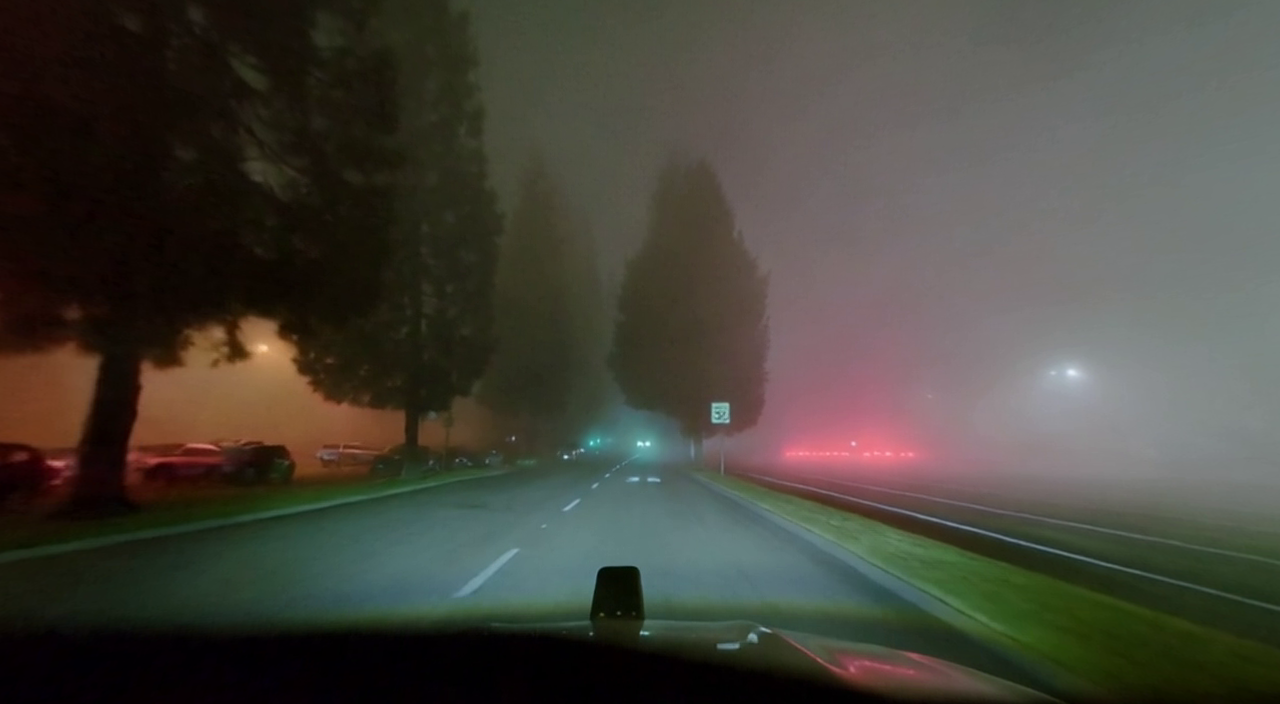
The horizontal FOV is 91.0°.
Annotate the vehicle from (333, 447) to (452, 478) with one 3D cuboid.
[{"bbox_3d":[-12.801,5.747,32.794,5.300,1.432,1.951,1,-8,0],"label":"vehicle"}]

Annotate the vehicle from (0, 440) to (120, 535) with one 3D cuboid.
[{"bbox_3d":[-13.483,2.614,12.521,4.422,1.694,2.026,0,-8,1],"label":"vehicle"}]
